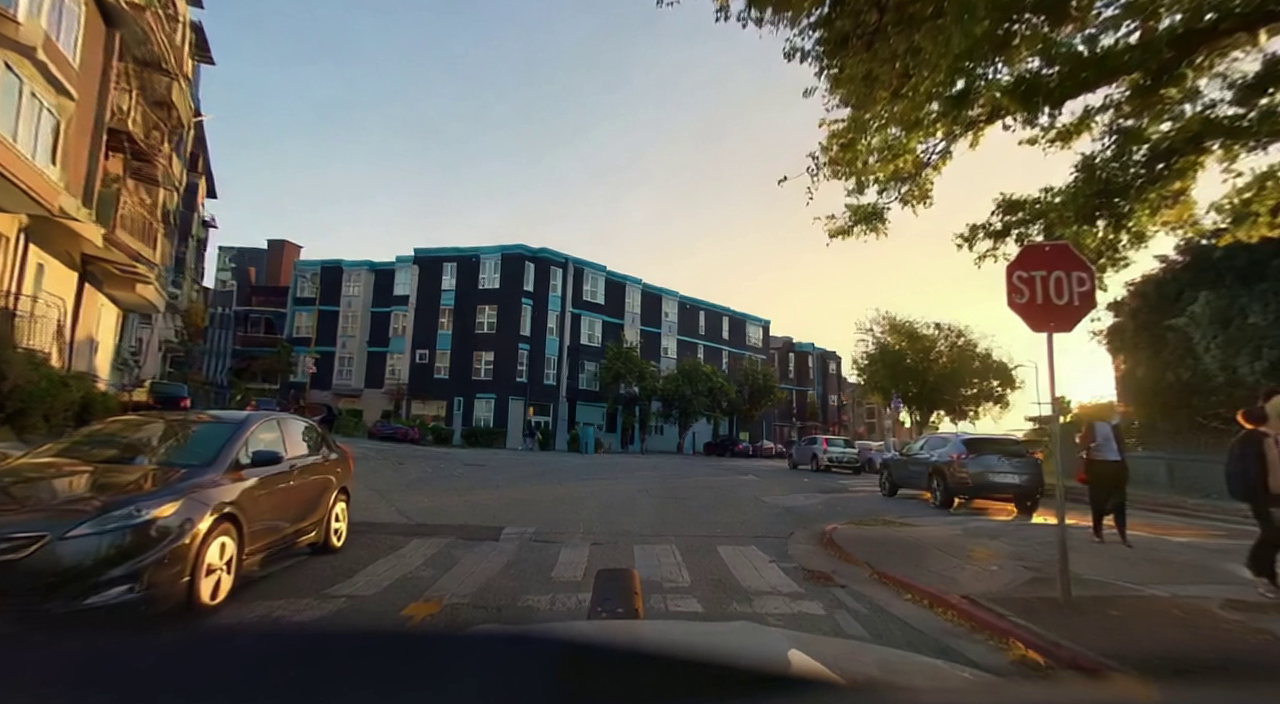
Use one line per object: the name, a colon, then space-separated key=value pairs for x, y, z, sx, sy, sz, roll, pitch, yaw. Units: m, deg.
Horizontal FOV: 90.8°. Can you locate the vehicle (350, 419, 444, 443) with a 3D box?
vehicle: x=-13.653 y=4.494 z=35.725 sx=4.603 sy=1.335 sz=1.889 roll=1 pitch=-9 yaw=-8

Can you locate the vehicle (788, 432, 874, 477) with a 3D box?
vehicle: x=7.832 y=4.246 z=26.453 sx=1.917 sy=1.704 sz=4.840 roll=0 pitch=-8 yaw=-2

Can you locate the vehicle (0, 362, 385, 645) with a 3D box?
vehicle: x=-4.584 y=1.286 z=6.426 sx=2.285 sy=1.712 sz=5.200 roll=1 pitch=-9 yaw=-6

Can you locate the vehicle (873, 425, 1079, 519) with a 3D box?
vehicle: x=7.449 y=2.697 z=14.822 sx=2.181 sy=1.792 sz=5.066 roll=0 pitch=-8 yaw=2

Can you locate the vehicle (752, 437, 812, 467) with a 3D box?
vehicle: x=7.831 y=5.564 z=35.325 sx=2.122 sy=1.554 sz=4.777 roll=0 pitch=-8 yaw=-1
